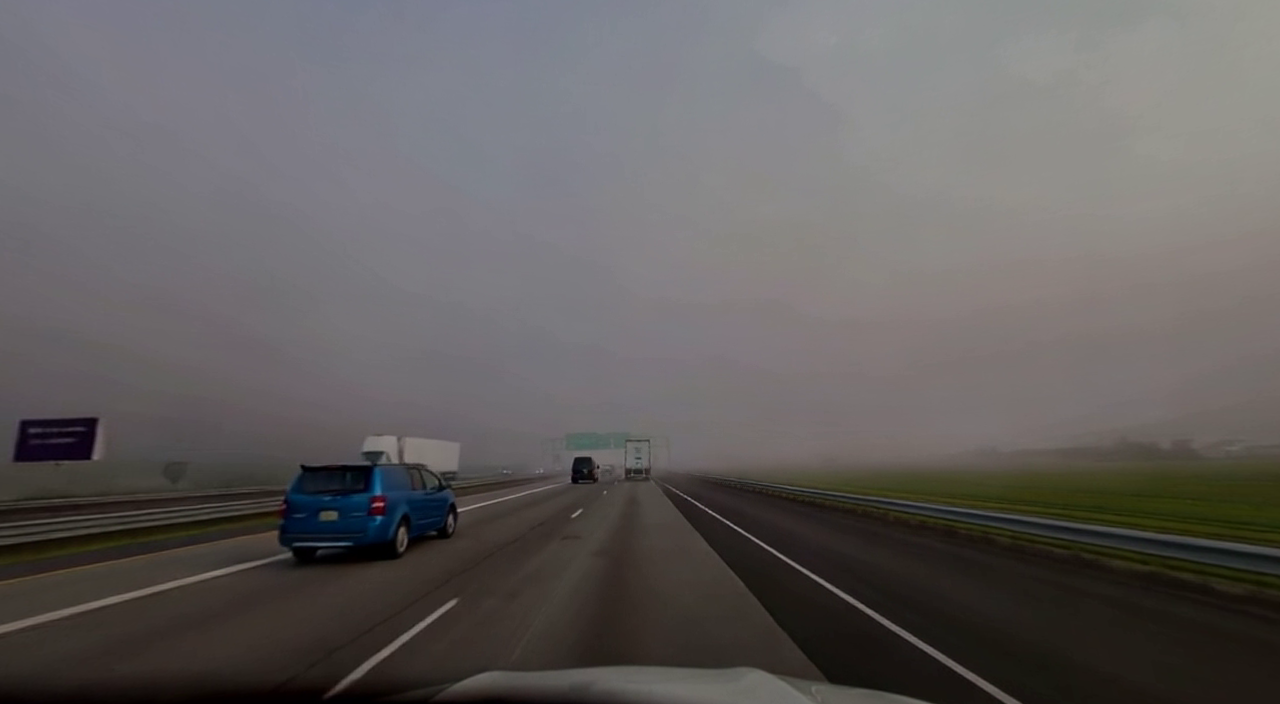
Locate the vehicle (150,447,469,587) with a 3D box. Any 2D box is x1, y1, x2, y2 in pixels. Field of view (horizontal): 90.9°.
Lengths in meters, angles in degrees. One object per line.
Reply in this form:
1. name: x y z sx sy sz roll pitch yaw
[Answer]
1. vehicle: -4.171 2.197 9.108 2.090 1.462 4.603 1 -10 0
